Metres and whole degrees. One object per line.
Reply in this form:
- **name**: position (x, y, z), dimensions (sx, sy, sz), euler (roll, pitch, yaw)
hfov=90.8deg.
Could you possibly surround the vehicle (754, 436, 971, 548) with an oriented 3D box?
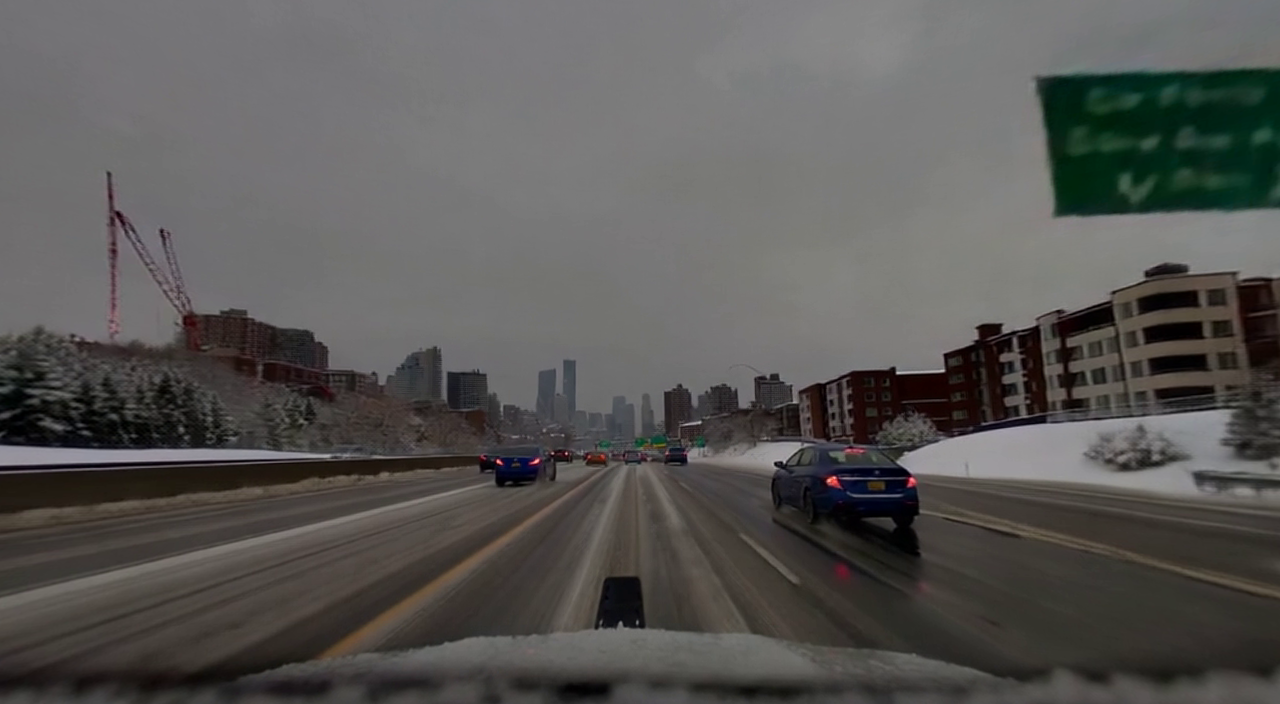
- **vehicle**: position (3.408, 2.221, 10.792), dimensions (1.995, 1.486, 4.463), euler (0, -8, -1)

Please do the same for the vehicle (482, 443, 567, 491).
- **vehicle**: position (-3.955, 4.019, 22.491), dimensions (2.136, 1.512, 4.488), euler (0, -8, 1)

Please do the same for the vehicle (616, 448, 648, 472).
- **vehicle**: position (-0.531, 7.258, 42.686), dimensions (2.019, 1.472, 3.971), euler (0, -8, -1)
